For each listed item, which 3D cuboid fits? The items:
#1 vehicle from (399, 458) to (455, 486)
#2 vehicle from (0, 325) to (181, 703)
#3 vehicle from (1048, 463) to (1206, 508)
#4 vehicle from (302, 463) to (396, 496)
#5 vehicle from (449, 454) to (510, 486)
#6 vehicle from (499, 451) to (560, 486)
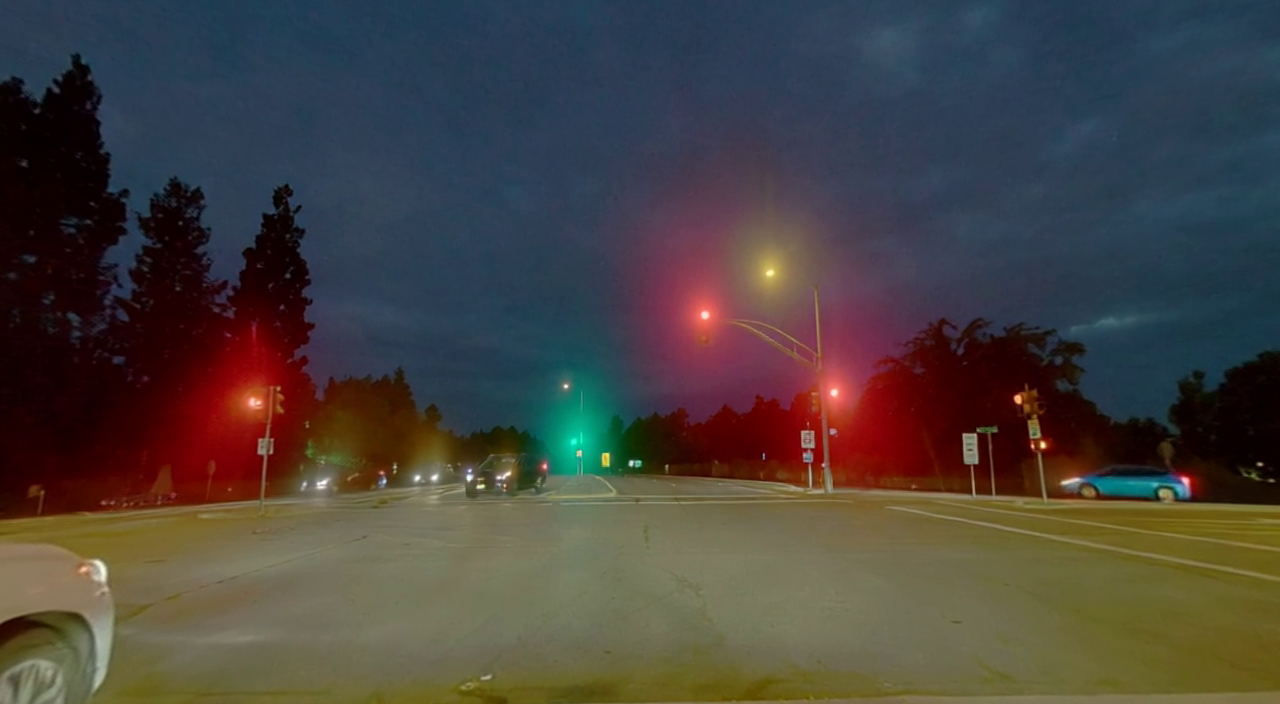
[{"bbox_3d":[-16.334,9.218,48.530,2.111,1.925,4.507,-2,-9,10],"label":"vehicle"},{"bbox_3d":[-3.475,0.579,0.846,2.242,1.761,4.505,0,-8,1],"label":"vehicle"},{"bbox_3d":[19.865,5.442,25.954,4.571,1.621,2.113,-2,-9,13],"label":"vehicle"},{"bbox_3d":[-18.340,8.023,40.018,2.050,1.755,5.135,-5,-10,28],"label":"vehicle"},{"bbox_3d":[-8.049,5.973,32.092,1.960,1.433,4.213,0,-8,1],"label":"vehicle"},{"bbox_3d":[-5.172,5.532,30.254,2.107,1.456,4.728,0,-8,0],"label":"vehicle"}]
